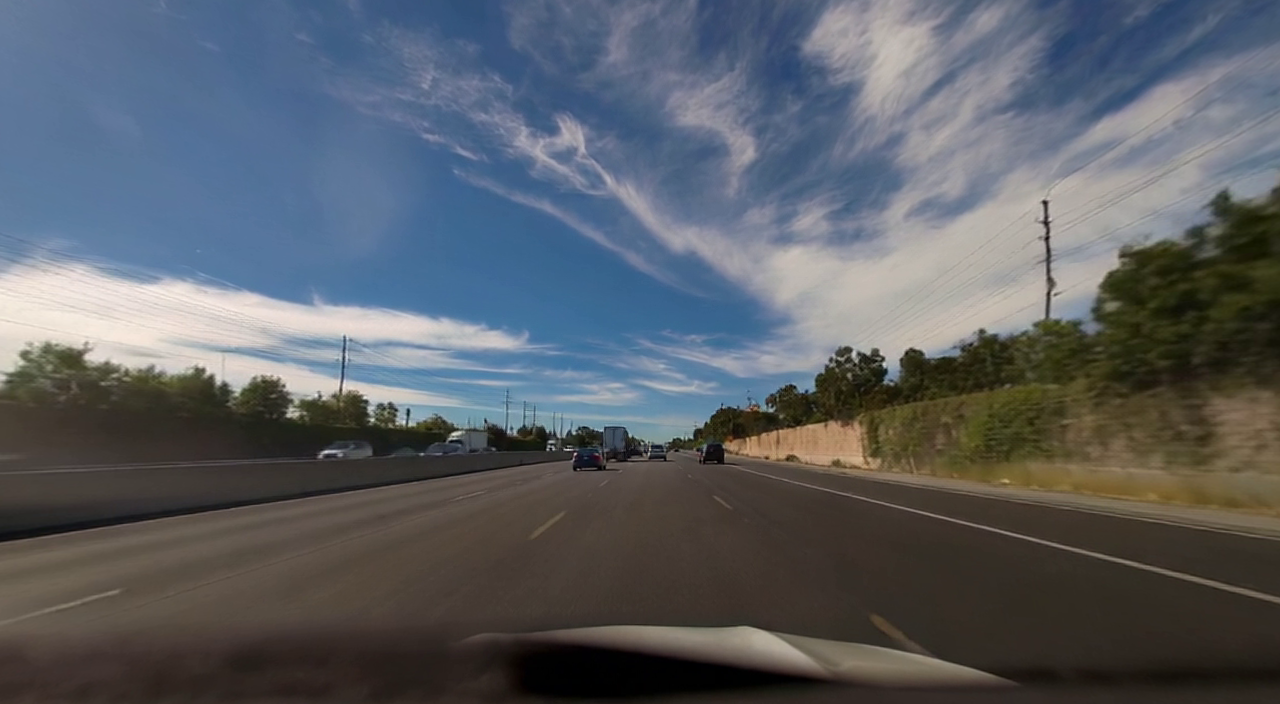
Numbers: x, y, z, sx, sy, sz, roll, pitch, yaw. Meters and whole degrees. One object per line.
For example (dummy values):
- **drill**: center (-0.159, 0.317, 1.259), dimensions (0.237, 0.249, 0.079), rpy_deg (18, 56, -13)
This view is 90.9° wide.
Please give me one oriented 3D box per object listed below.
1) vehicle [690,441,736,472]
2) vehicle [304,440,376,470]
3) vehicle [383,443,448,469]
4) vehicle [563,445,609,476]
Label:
- **vehicle**: center (4.463, 6.454, 39.223), dimensions (2.214, 1.799, 4.627), rpy_deg (0, -9, 0)
- **vehicle**: center (-18.648, 6.402, 39.422), dimensions (2.054, 1.736, 4.714), rpy_deg (0, -9, 2)
- **vehicle**: center (-14.581, 6.784, 41.204), dimensions (2.427, 1.537, 4.519), rpy_deg (0, -9, 2)
- **vehicle**: center (-2.825, 5.742, 33.566), dimensions (2.004, 1.498, 4.043), rpy_deg (0, -9, 1)
